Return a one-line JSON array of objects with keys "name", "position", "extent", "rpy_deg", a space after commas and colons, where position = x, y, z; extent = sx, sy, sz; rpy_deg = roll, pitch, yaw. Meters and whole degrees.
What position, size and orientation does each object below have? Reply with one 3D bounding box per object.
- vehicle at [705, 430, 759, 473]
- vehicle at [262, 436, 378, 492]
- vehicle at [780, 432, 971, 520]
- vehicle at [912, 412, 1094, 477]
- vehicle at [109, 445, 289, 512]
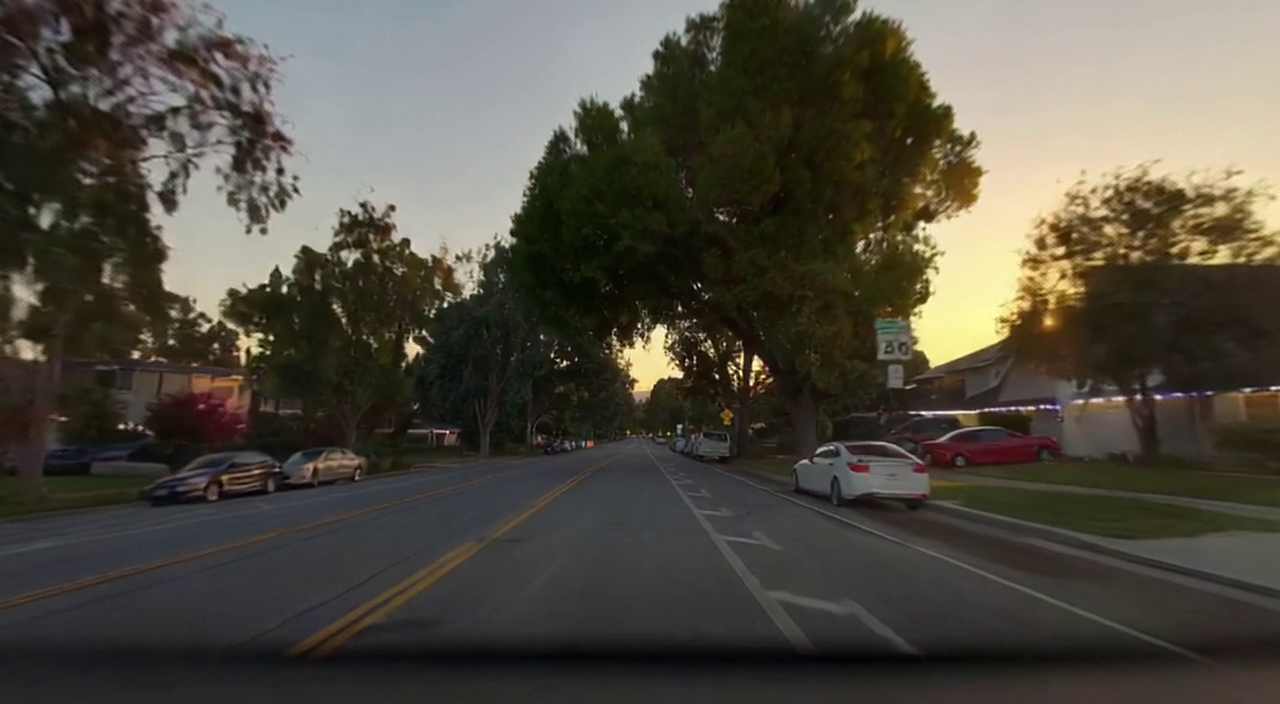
[{"name": "vehicle", "position": [4.395, 4.797, 31.003], "extent": [2.074, 1.838, 5.402], "rpy_deg": [1, -7, 3]}, {"name": "vehicle", "position": [-12.619, 4.406, 25.339], "extent": [2.075, 1.917, 4.984], "rpy_deg": [-2, -8, 0]}, {"name": "vehicle", "position": [4.666, 2.499, 13.542], "extent": [2.035, 1.498, 4.910], "rpy_deg": [0, -8, -2]}, {"name": "vehicle", "position": [12.323, 3.159, 21.730], "extent": [4.825, 1.675, 2.184], "rpy_deg": [-5, -7, -2]}, {"name": "vehicle", "position": [-12.581, 3.645, 18.513], "extent": [1.925, 1.498, 4.850], "rpy_deg": [-5, -10, -2]}]
